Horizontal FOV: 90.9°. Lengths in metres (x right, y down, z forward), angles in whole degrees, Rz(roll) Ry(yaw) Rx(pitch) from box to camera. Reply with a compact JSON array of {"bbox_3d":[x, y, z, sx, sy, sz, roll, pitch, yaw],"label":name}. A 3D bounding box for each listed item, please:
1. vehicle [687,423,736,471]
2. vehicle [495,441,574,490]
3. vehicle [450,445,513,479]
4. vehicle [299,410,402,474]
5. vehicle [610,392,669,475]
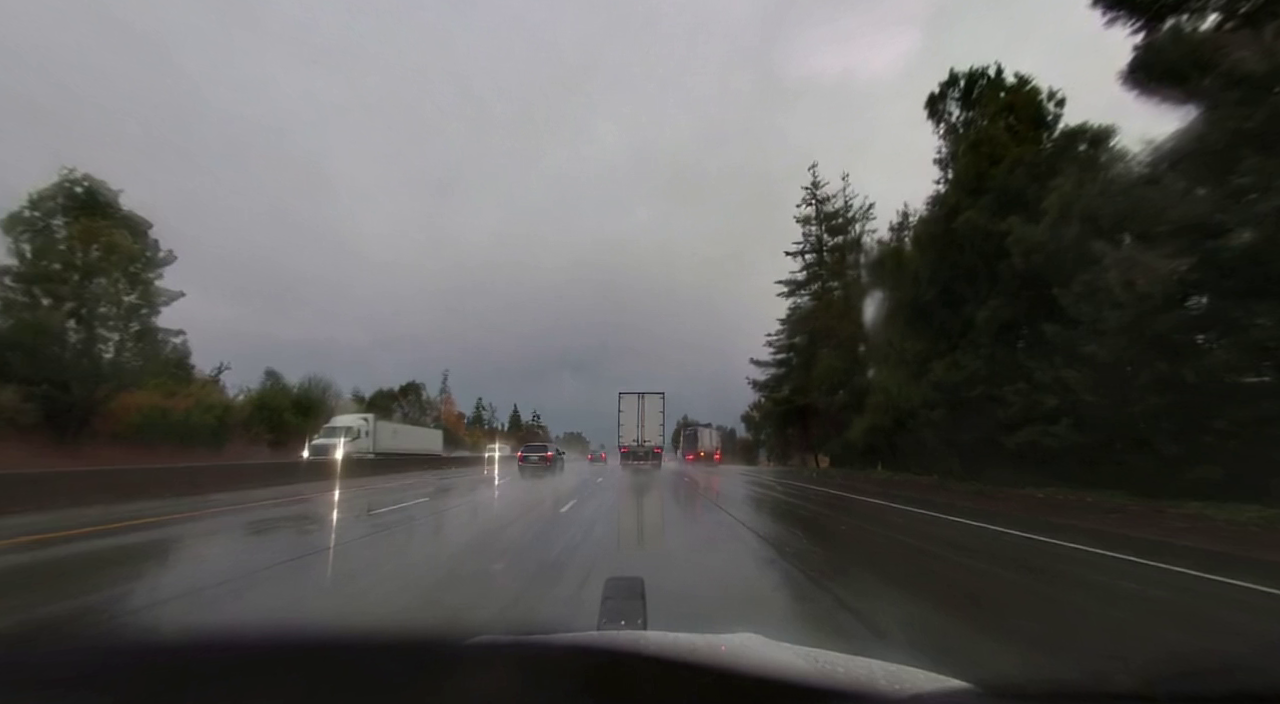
[{"bbox_3d":[4.556,6.138,40.699,2.565,2.902,3.798,0,-9,-2],"label":"vehicle"},{"bbox_3d":[-3.569,3.928,22.117,2.061,1.555,3.900,0,-9,0],"label":"vehicle"},{"bbox_3d":[-7.362,5.163,29.689,1.926,1.482,3.959,0,-9,1],"label":"vehicle"},{"bbox_3d":[-18.373,5.844,40.678,3.084,3.687,7.389,0,-9,-1],"label":"vehicle"},{"bbox_3d":[-0.119,4.946,37.118,2.875,4.056,12.312,0,-9,-1],"label":"vehicle"}]
